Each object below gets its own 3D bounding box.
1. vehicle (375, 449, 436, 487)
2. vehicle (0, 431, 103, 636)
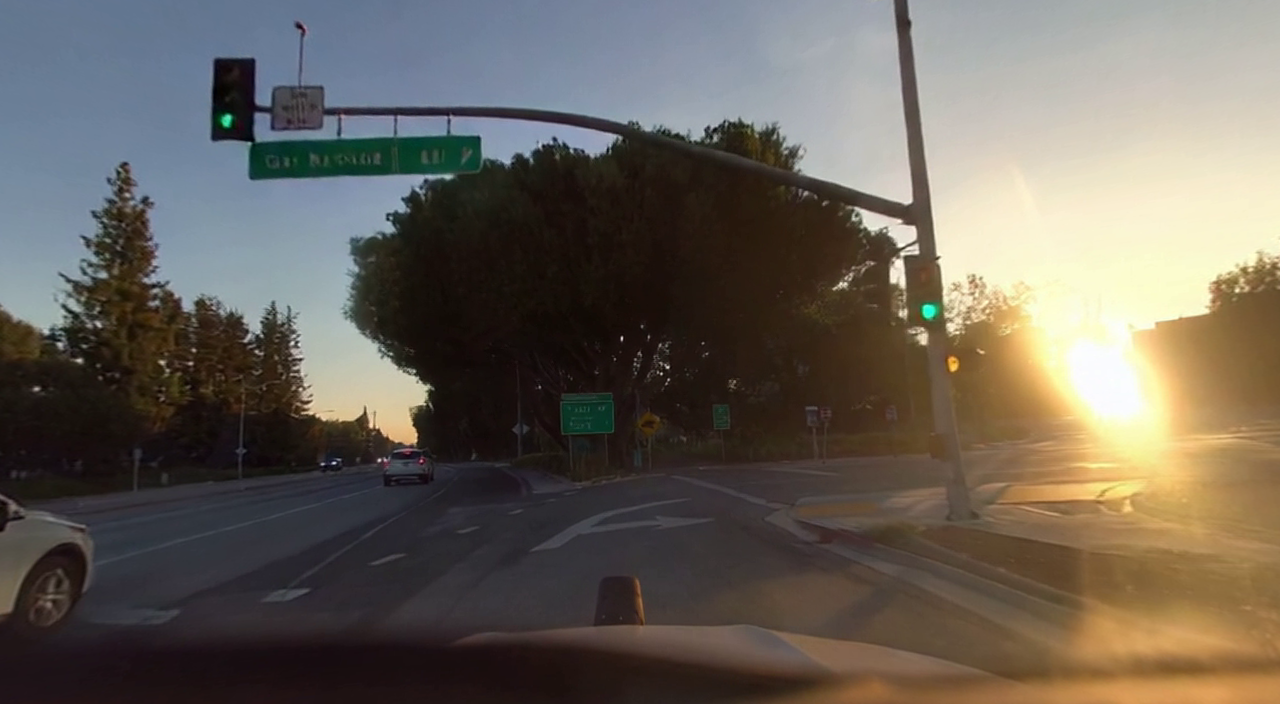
[{"bbox_3d":[-11.372,5.617,30.963,2.134,1.707,4.471,2,-9,-12],"label":"vehicle"},{"bbox_3d":[-5.620,1.187,3.523,1.936,1.542,4.336,1,-9,-9],"label":"vehicle"}]
